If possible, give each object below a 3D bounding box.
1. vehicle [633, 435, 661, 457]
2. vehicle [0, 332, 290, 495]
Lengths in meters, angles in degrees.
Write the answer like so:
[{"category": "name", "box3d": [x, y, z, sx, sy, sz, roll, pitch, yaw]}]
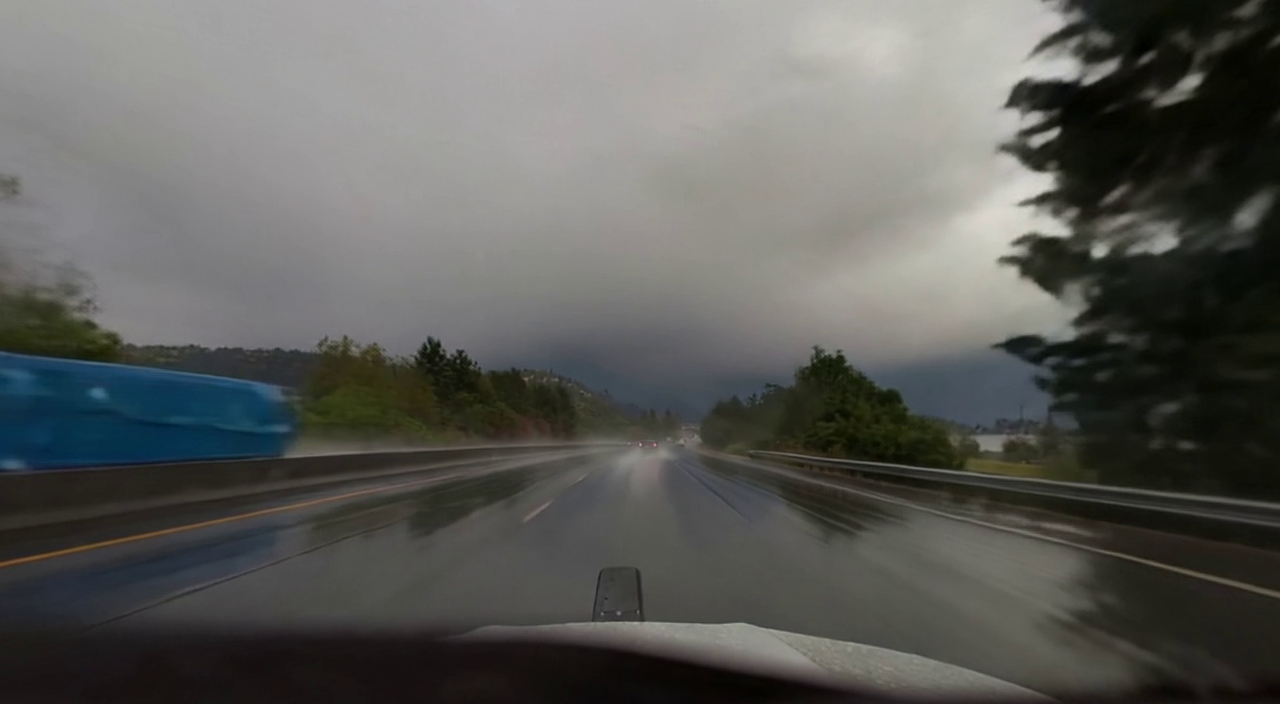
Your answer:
[{"category": "vehicle", "box3d": [0.546, 7.265, 48.757, 2.058, 1.649, 3.942, 0, -8, 0]}, {"category": "vehicle", "box3d": [-16.341, 2.191, 19.824, 2.852, 3.779, 13.435, 0, -8, 0]}]
